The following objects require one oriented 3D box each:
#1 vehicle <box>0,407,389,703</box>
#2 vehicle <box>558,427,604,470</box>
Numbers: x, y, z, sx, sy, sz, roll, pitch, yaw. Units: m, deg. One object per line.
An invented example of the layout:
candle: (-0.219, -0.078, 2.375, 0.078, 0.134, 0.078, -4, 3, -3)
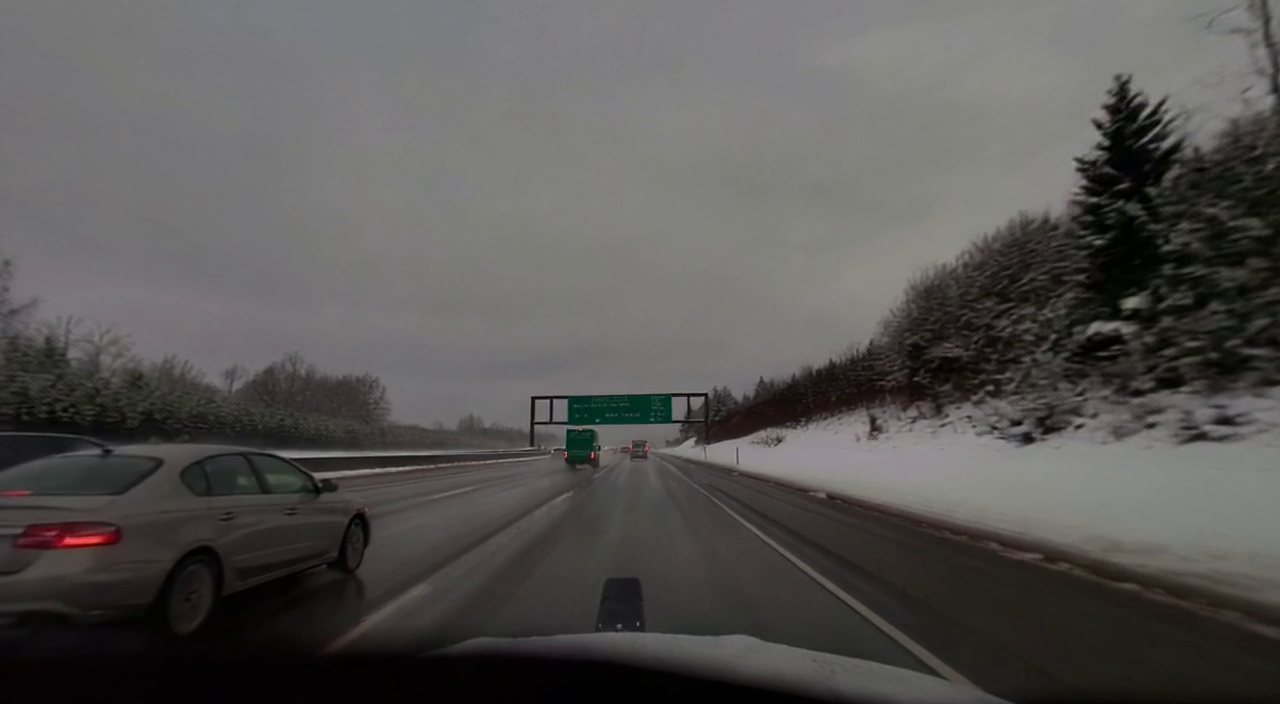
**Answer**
vehicle: (-3.614, 1.259, 4.624, 1.924, 1.436, 3.915, 0, -9, 0)
vehicle: (-3.575, 6.034, 39.452, 2.290, 2.453, 5.561, 0, -9, 0)
